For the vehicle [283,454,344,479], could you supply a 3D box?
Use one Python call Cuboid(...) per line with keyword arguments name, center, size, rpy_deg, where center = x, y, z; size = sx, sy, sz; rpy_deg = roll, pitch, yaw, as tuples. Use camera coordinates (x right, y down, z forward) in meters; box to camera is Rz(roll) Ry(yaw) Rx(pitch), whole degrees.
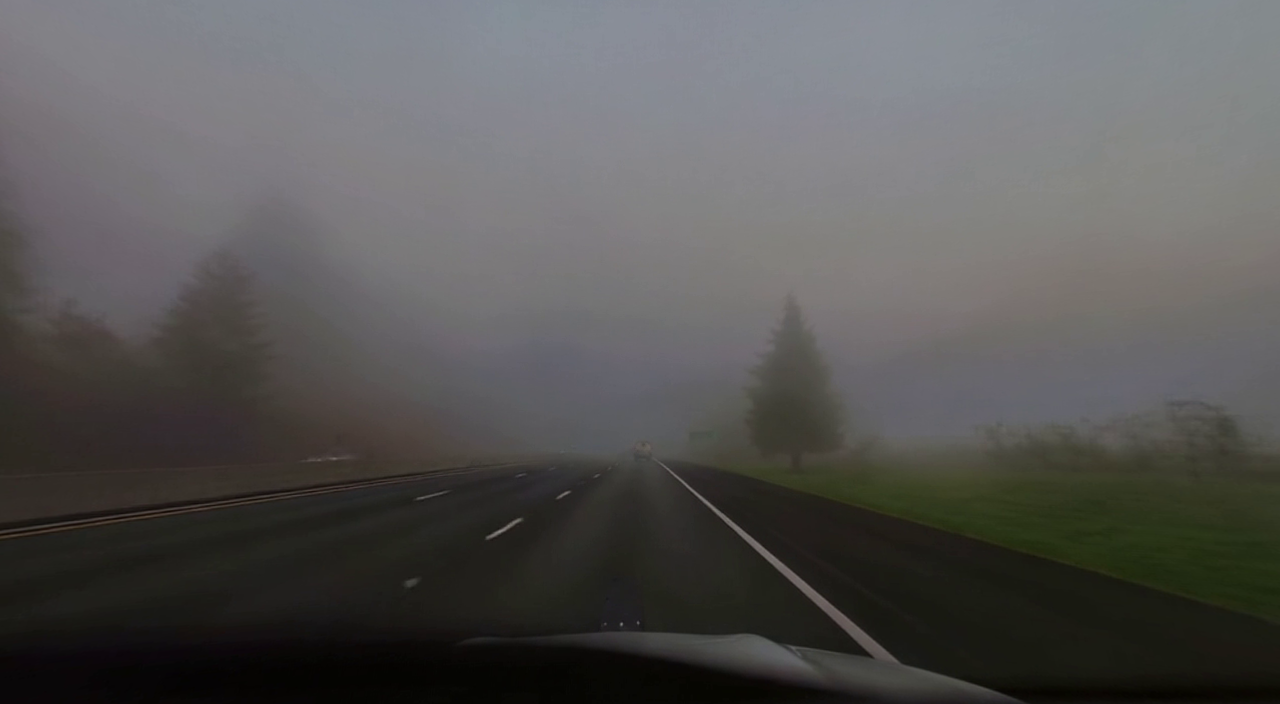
Cuboid(name="vehicle", center=(-21.011, 7.369, 40.801), size=(1.776, 1.443, 4.091), rpy_deg=(0, -9, 0))
